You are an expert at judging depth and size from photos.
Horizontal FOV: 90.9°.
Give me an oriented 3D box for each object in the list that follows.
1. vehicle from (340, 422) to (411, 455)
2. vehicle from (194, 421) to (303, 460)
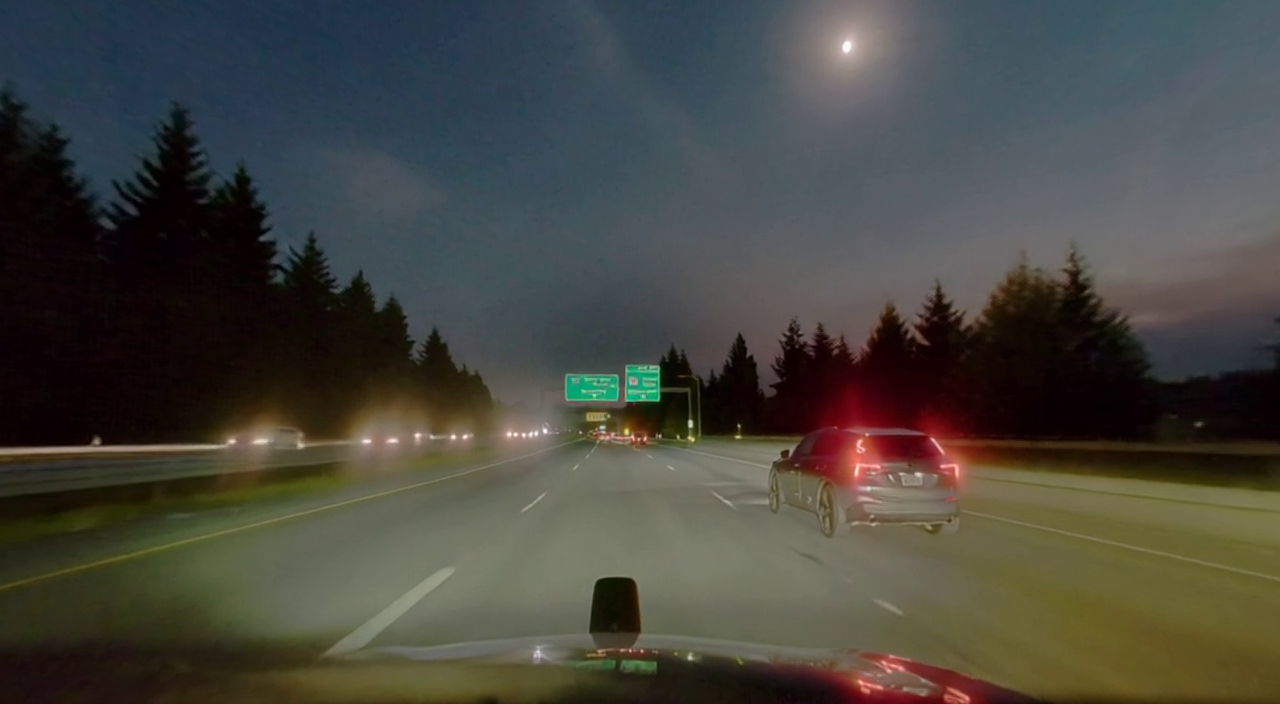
[{"bbox_3d":[-13.983,4.616,33.650,1.974,1.592,4.533,0,-8,-2],"label":"vehicle"},{"bbox_3d":[-17.946,4.081,29.246,2.059,1.643,4.855,0,-8,-2],"label":"vehicle"}]
